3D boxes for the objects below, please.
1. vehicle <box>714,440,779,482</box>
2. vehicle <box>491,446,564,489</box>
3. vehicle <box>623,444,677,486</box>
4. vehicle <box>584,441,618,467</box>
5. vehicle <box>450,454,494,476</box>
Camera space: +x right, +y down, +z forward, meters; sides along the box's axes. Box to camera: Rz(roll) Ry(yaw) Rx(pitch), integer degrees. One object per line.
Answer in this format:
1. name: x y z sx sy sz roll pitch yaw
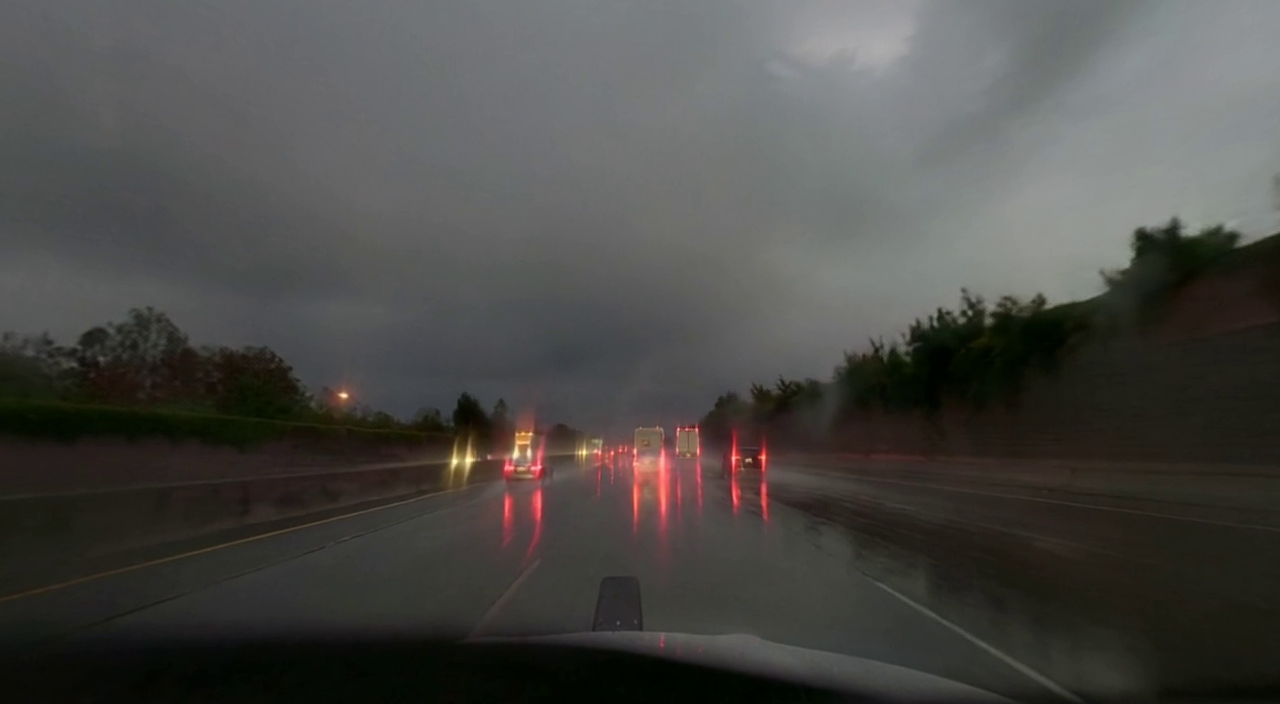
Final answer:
1. vehicle: 4.477 4.666 27.016 2.018 1.639 4.149 0 -9 -1
2. vehicle: -4.223 4.420 24.275 1.967 1.473 4.439 0 -9 1
3. vehicle: 0.367 4.543 25.456 2.015 1.526 4.286 0 -9 0
4. vehicle: -2.996 8.018 49.330 2.230 1.973 4.403 -1 -9 2
5. vehicle: -12.452 8.360 46.725 1.923 1.488 4.501 0 -9 1
